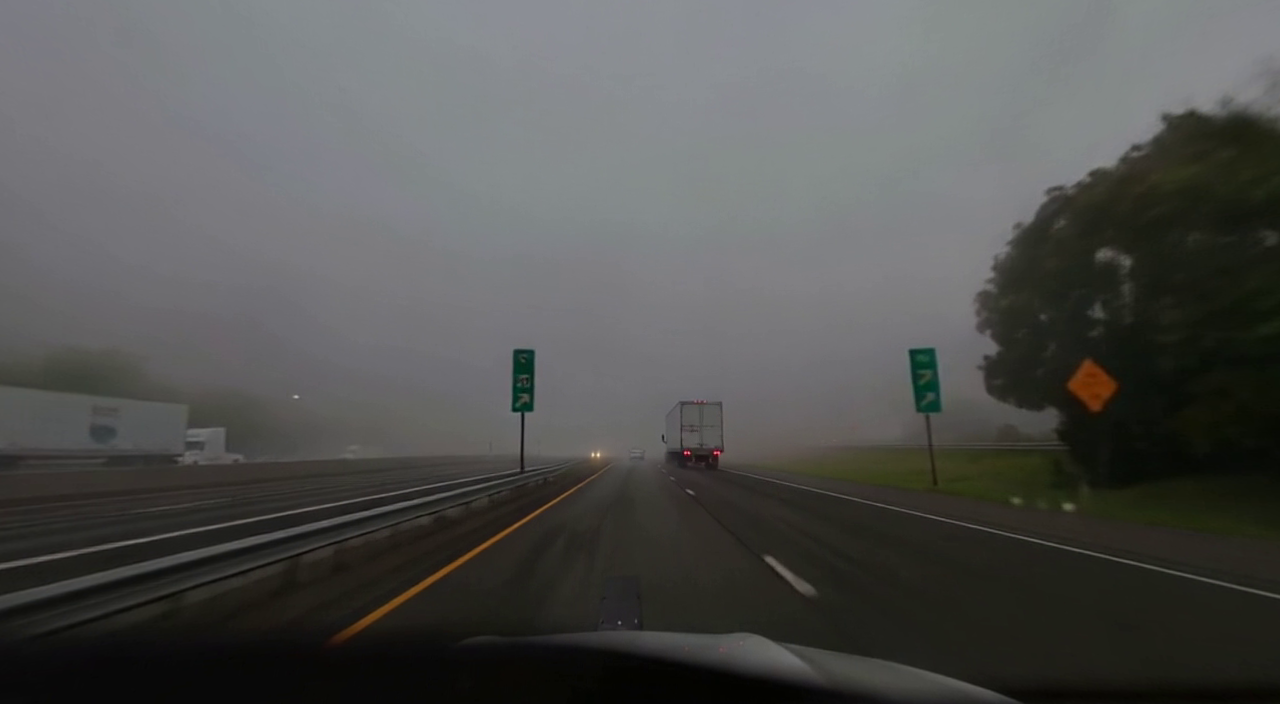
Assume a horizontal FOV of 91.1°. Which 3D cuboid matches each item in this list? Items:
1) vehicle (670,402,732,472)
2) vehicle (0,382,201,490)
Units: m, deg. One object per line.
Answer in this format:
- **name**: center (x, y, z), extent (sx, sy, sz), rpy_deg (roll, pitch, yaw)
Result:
- **vehicle**: center (3.940, 6.021, 43.875), extent (3.185, 4.154, 12.638), rpy_deg (0, -9, 0)
- **vehicle**: center (-26.300, 3.868, 28.351), extent (2.937, 4.143, 13.793), rpy_deg (1, -9, 0)
